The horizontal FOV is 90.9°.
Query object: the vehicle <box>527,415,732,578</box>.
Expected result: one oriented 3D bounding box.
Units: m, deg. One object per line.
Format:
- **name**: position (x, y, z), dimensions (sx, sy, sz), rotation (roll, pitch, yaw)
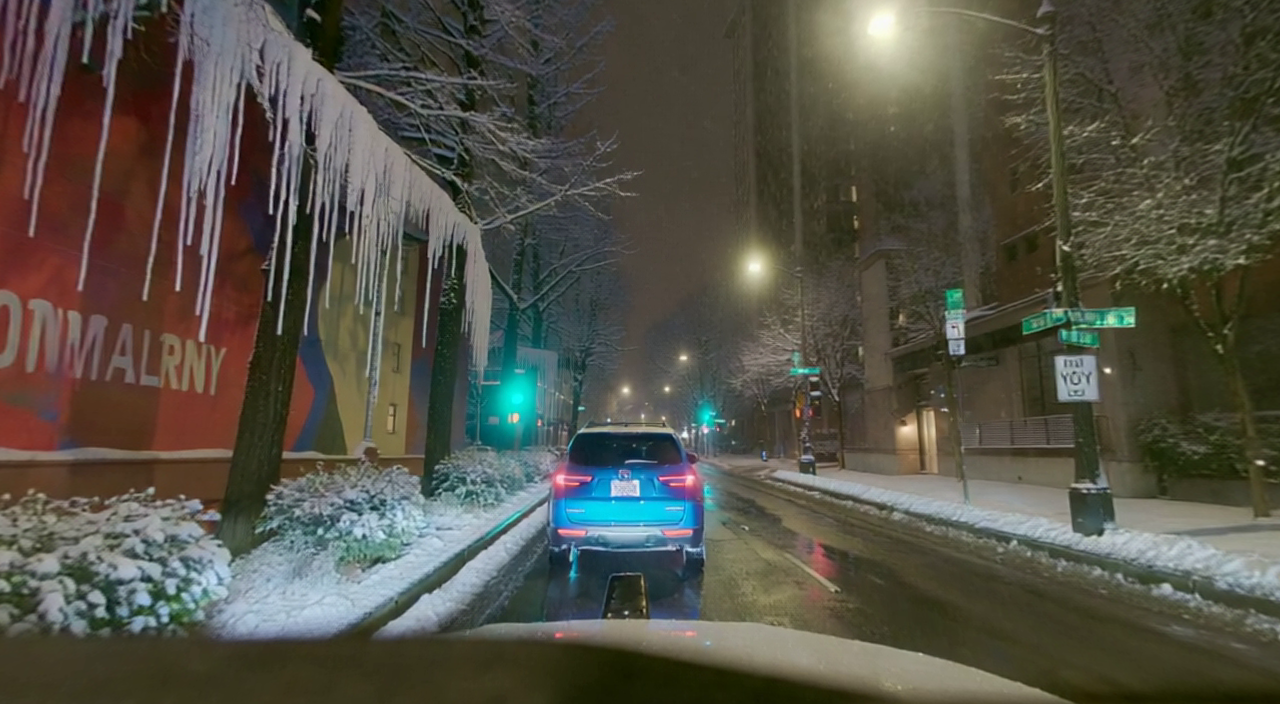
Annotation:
- **vehicle**: position (-0.131, 1.755, 8.389), dimensions (2.079, 1.621, 3.861), rotation (0, -8, -1)
